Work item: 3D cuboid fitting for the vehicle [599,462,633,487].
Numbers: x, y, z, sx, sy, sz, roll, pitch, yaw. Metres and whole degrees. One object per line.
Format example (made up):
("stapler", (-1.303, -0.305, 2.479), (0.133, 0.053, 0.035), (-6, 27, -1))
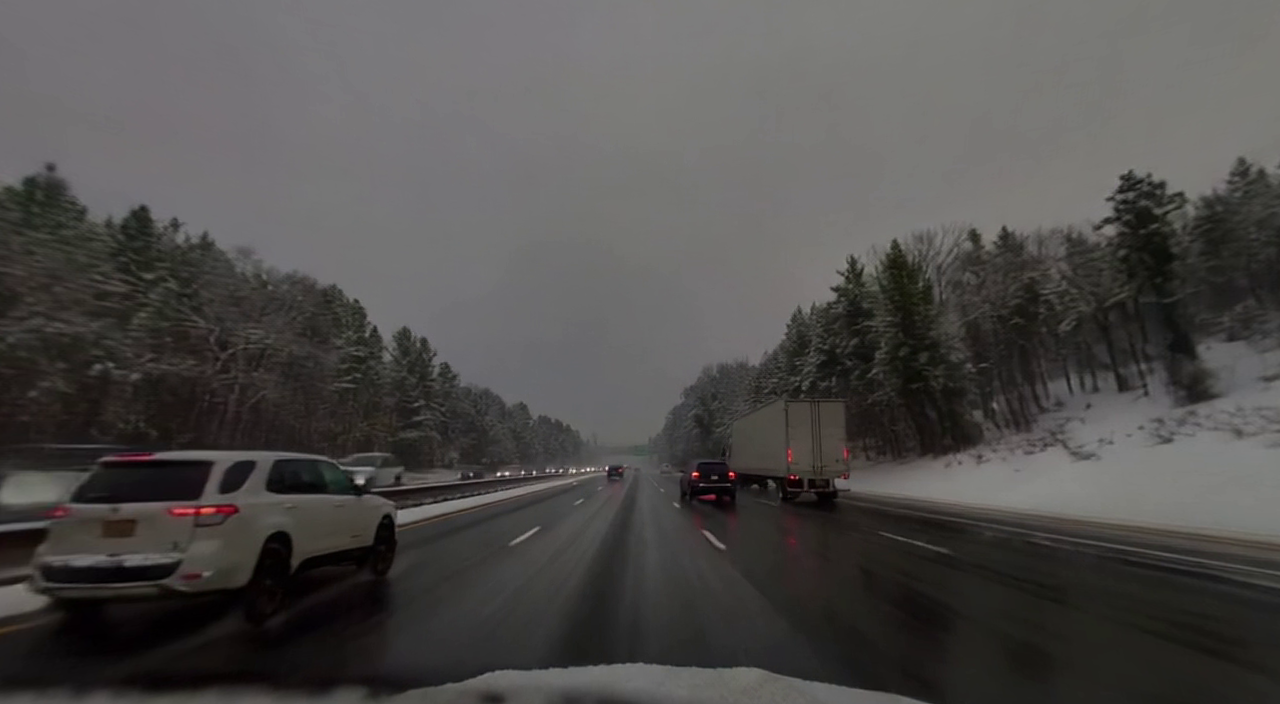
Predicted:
("vehicle", (-1.527, 8.123, 41.817), (2.025, 1.547, 4.150), (1, -10, 0))

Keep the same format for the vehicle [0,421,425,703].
("vehicle", (-3.794, 1.522, 5.588), (2.065, 1.485, 4.682), (1, -10, 0))

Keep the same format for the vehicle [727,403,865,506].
("vehicle", (7.503, 5.690, 34.092), (2.861, 4.086, 17.499), (1, -10, -1))

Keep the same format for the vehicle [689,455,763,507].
("vehicle", (3.115, 4.792, 23.645), (2.050, 1.708, 4.457), (1, -10, -1))
